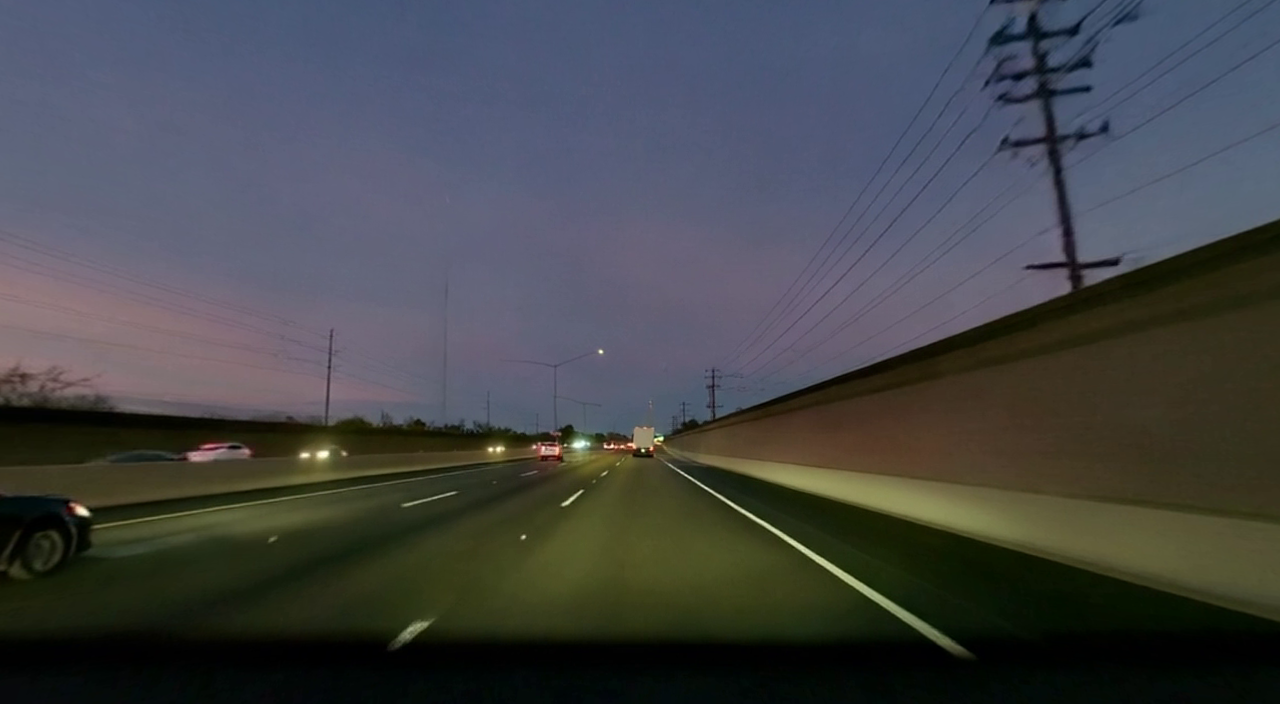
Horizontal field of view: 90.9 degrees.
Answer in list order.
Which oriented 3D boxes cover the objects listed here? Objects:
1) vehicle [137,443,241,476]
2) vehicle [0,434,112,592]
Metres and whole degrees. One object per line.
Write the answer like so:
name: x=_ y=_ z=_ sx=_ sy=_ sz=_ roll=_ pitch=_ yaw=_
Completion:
vehicle: x=-22.651 y=5.386 z=31.929 sx=1.927 sy=1.553 sz=4.552 roll=0 pitch=-8 yaw=0
vehicle: x=-7.076 y=1.350 z=4.787 sx=1.971 sy=1.490 sz=4.790 roll=0 pitch=-8 yaw=0
